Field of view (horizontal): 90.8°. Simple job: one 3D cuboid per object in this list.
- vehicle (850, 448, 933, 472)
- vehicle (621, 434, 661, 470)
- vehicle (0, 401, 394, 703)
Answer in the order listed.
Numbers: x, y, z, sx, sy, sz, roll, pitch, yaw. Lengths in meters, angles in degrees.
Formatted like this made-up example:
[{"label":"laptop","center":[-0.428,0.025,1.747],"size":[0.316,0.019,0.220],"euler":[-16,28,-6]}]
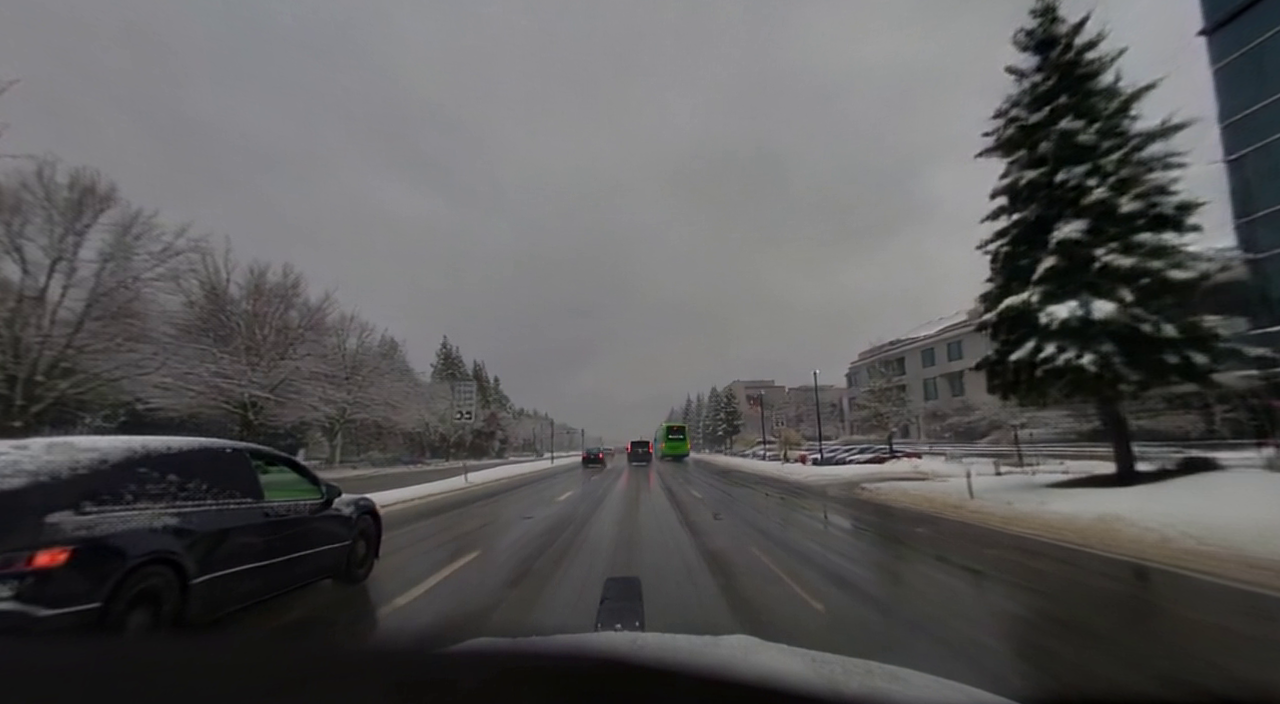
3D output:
[{"label":"vehicle","center":[16.608,7.129,41.924],"size":[4.682,1.507,1.878],"euler":[0,-9,0]},{"label":"vehicle","center":[0.061,6.239,39.575],"size":[2.336,2.122,5.207],"euler":[0,-9,0]},{"label":"vehicle","center":[-3.621,1.195,4.184],"size":[2.120,1.481,4.535],"euler":[0,-9,0]}]
